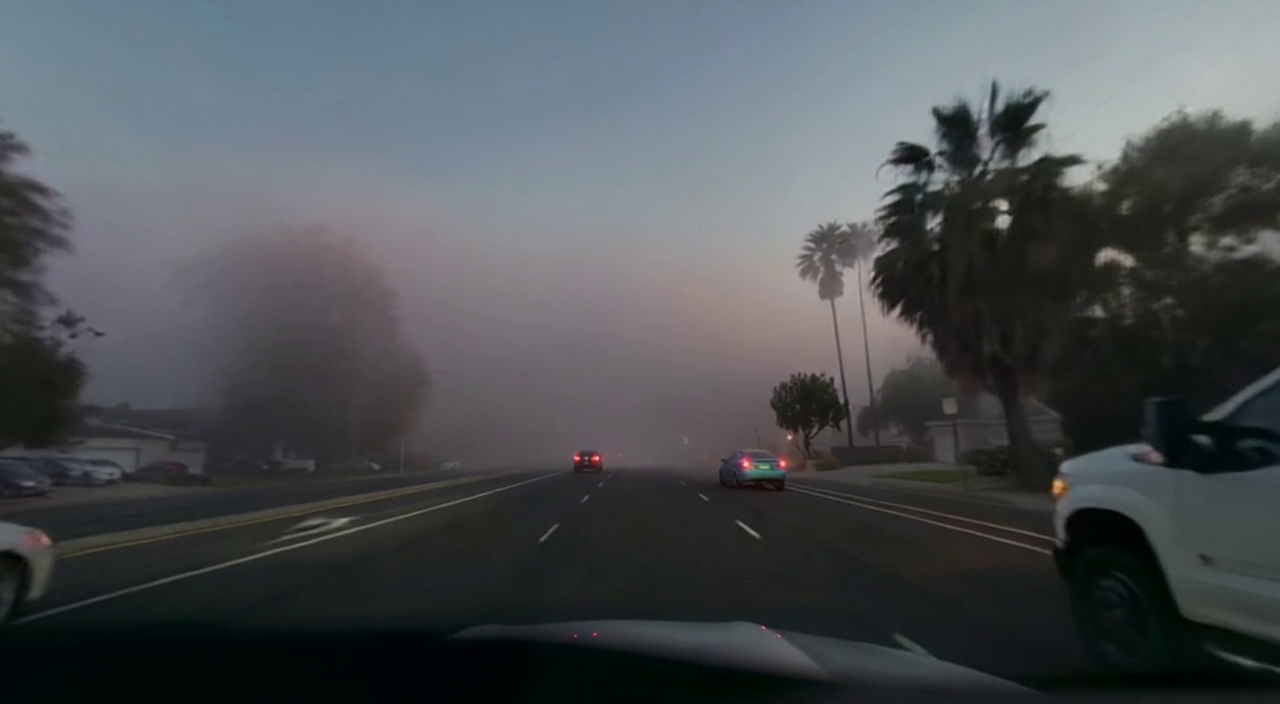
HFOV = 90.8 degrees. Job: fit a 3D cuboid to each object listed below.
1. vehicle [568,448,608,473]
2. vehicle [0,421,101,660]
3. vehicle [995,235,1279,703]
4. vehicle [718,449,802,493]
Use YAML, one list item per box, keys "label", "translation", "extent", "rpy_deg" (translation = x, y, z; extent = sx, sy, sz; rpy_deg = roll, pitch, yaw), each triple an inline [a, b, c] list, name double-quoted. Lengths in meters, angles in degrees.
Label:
- label: "vehicle"
  translation: [-3.328, 7.073, 41.450]
  extent: [2.263, 1.548, 4.555]
  rpy_deg: [0, -9, 0]
- label: "vehicle"
  translation: [-4.998, 0.981, 2.544]
  extent: [2.094, 1.509, 4.286]
  rpy_deg: [1, -9, -5]
- label: "vehicle"
  translation: [3.470, 0.435, 0.992]
  extent: [2.478, 2.030, 5.723]
  rpy_deg: [0, -9, 0]
- label: "vehicle"
  translation: [4.282, 4.321, 23.436]
  extent: [2.149, 1.421, 4.805]
  rpy_deg: [0, -9, 0]
